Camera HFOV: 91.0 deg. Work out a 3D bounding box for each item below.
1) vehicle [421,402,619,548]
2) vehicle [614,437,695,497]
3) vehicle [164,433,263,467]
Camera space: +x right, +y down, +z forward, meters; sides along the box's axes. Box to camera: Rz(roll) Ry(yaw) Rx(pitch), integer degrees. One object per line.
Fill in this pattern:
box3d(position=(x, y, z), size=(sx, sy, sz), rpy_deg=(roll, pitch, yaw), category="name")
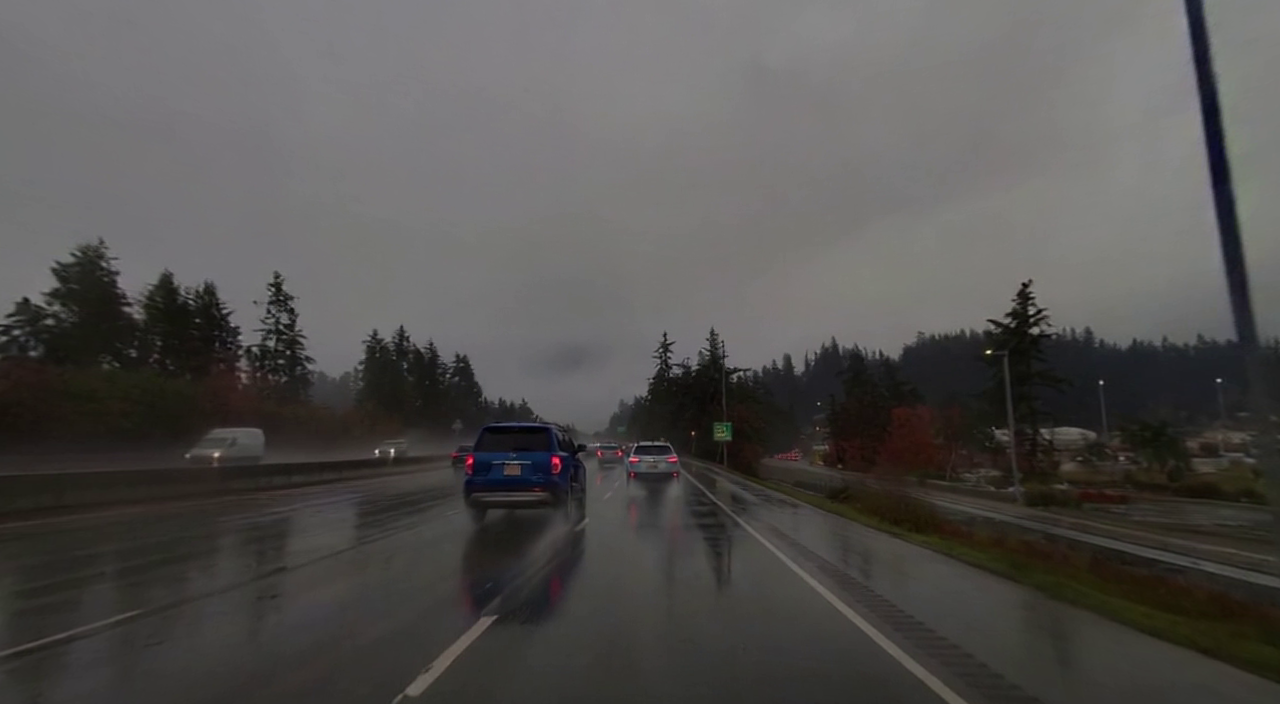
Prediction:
box3d(position=(-1.561, 1.842, 9.957), size=(2.123, 1.798, 4.108), rpy_deg=(0, -9, 3), category="vehicle")
box3d(position=(0.436, 3.229, 18.031), size=(2.068, 1.488, 4.045), rpy_deg=(0, -9, 2), category="vehicle")
box3d(position=(-30.738, 7.105, 45.752), size=(2.256, 2.318, 6.501), rpy_deg=(-1, -9, 4), category="vehicle")
